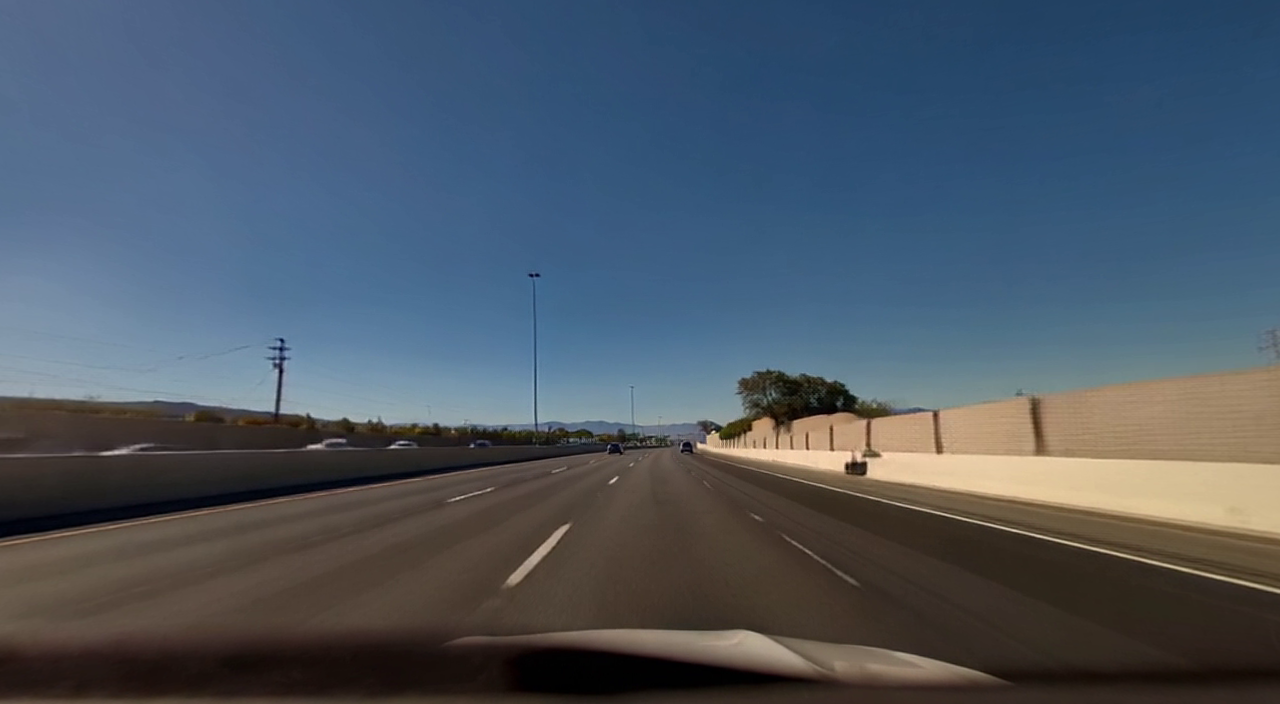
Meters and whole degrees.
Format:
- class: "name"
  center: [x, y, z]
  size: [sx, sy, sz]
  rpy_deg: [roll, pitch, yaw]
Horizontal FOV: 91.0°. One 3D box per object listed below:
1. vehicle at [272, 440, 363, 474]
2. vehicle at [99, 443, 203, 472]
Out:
- class: "vehicle"
  center: [-15.548, 5.092, 30.699]
  size: [2.048, 1.510, 4.327]
  rpy_deg: [0, -9, 2]
- class: "vehicle"
  center: [-28.241, 6.109, 36.651]
  size: [1.902, 1.517, 5.008]
  rpy_deg: [0, -9, 2]
